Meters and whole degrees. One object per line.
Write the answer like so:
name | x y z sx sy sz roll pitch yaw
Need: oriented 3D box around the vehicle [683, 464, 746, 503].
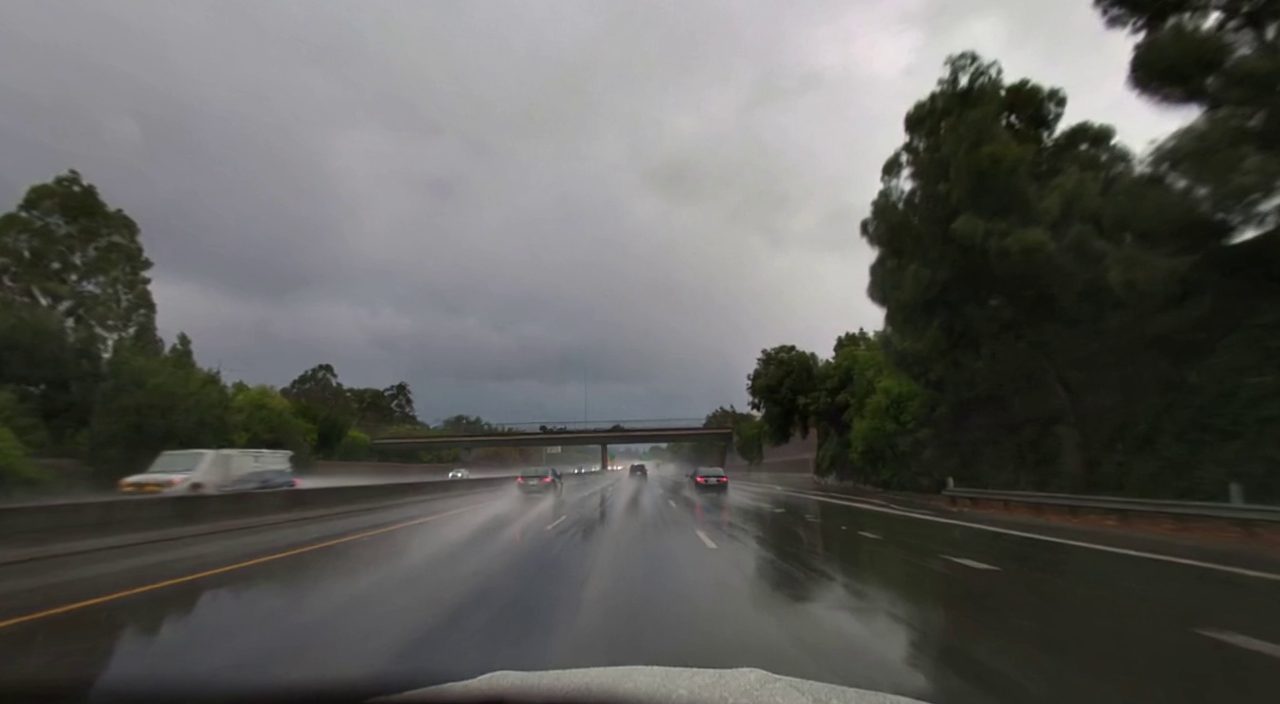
vehicle | 3.130 5.679 27.422 2.092 1.518 4.348 1 -10 -2

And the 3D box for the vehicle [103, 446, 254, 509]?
vehicle | -20.566 5.641 28.481 2.319 2.493 5.837 1 -10 0

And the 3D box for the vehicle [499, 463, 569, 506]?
vehicle | -4.018 5.090 24.399 1.975 1.486 3.903 0 -10 1

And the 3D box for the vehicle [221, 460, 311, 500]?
vehicle | -20.642 7.073 34.898 2.255 2.062 4.298 1 -10 -1
